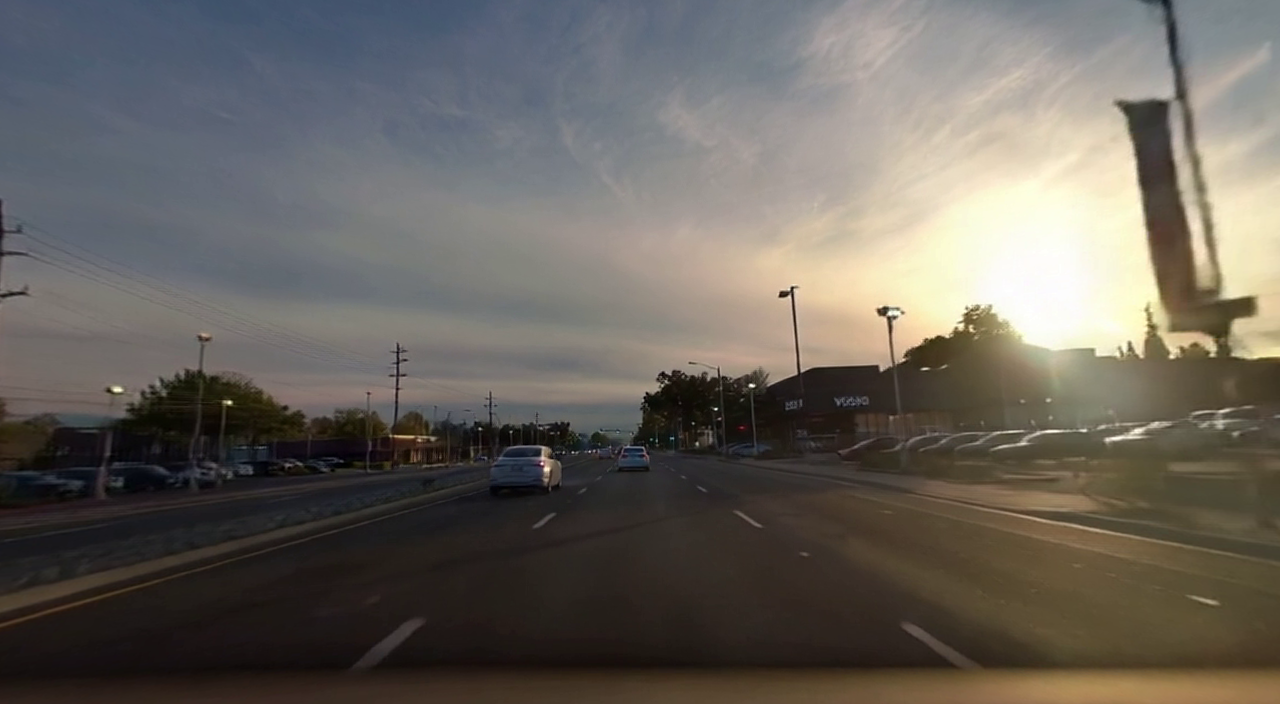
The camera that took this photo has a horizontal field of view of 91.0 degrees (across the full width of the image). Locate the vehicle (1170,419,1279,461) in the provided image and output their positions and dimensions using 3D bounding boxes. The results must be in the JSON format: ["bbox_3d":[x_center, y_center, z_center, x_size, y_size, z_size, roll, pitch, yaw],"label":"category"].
[{"bbox_3d":[25.032,3.610,25.831,4.514,1.606,2.128,0,-9,1],"label":"vehicle"}]

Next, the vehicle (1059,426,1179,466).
[{"bbox_3d":[19.278,3.828,25.607,1.813,1.503,3.864,0,-9,0],"label":"vehicle"}]

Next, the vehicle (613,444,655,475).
[{"bbox_3d":[-0.306,5.402,31.953,2.019,1.459,4.005,0,-9,-1],"label":"vehicle"}]

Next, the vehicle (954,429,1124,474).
[{"bbox_3d":[14.069,3.525,22.446,4.630,1.497,2.016,0,-9,1],"label":"vehicle"}]

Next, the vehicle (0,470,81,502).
[{"bbox_3d":[-30.667,6.522,30.802,4.570,1.428,2.098,0,-9,0],"label":"vehicle"}]

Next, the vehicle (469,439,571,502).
[{"bbox_3d":[-3.161,3.206,17.499,1.939,1.496,4.309,0,-9,0],"label":"vehicle"}]
